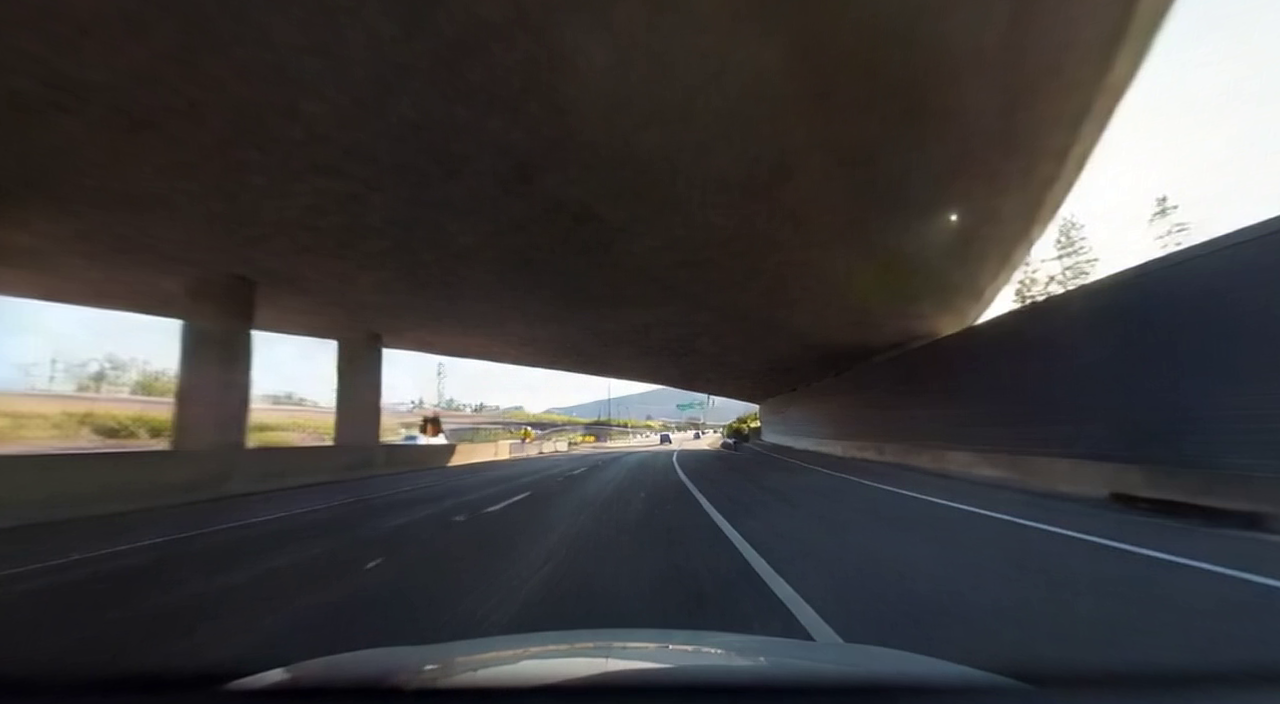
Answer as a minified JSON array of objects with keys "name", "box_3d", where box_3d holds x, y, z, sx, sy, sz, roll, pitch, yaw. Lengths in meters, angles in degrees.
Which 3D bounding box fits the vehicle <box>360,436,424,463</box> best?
[{"name":"vehicle","box_3d":[-16.362,6.469,41.873,2.049,1.670,5.161,0,-8,2]}]
